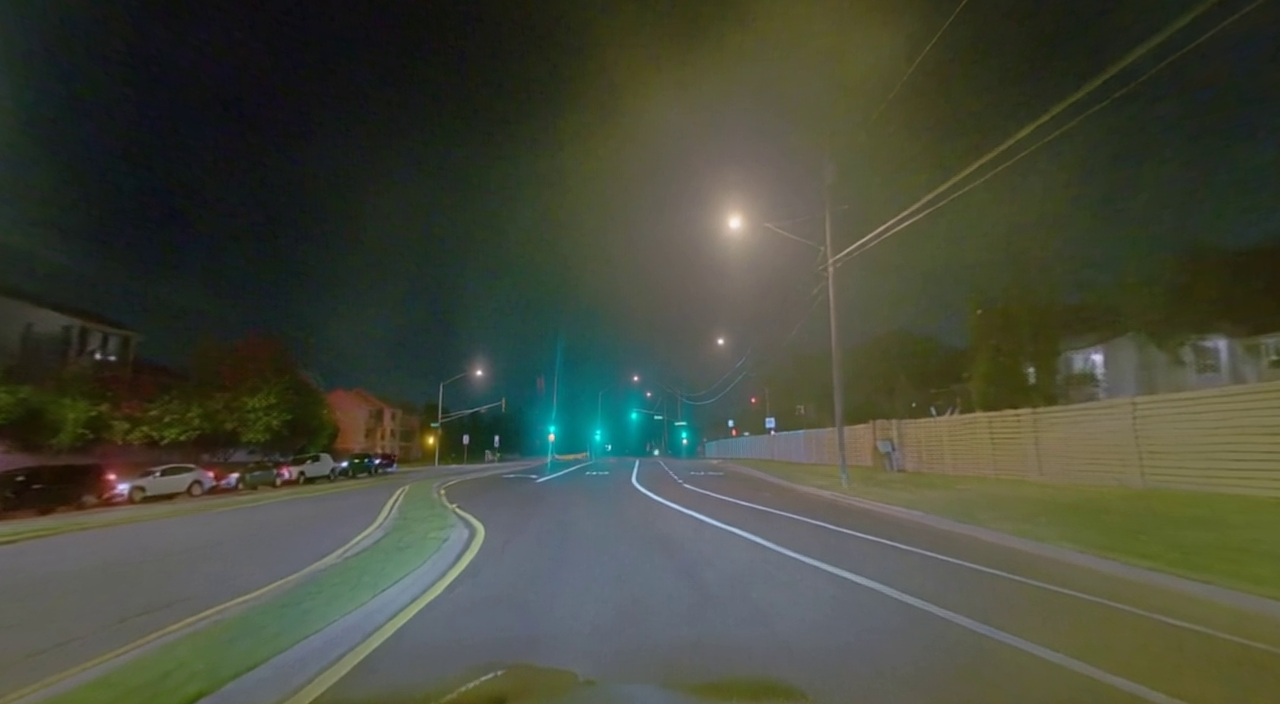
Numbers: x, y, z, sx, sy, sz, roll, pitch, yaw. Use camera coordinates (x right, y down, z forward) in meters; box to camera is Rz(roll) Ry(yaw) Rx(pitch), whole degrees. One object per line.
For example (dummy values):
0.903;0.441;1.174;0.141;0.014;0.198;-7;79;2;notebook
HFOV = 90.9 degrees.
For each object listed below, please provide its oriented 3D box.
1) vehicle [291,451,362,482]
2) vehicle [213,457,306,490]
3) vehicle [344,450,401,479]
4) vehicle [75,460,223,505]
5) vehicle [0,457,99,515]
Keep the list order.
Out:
-20.468;7.453;41.396;2.148;1.856;4.632;0;-8;3;vehicle
-20.610;6.577;34.419;1.883;1.506;4.863;0;-8;3;vehicle
-20.024;8.412;47.408;2.050;1.697;4.838;-4;-7;2;vehicle
-20.903;5.527;27.212;1.954;1.575;5.225;-1;-8;3;vehicle
-21.228;4.448;21.059;1.974;1.704;4.628;0;-8;3;vehicle
